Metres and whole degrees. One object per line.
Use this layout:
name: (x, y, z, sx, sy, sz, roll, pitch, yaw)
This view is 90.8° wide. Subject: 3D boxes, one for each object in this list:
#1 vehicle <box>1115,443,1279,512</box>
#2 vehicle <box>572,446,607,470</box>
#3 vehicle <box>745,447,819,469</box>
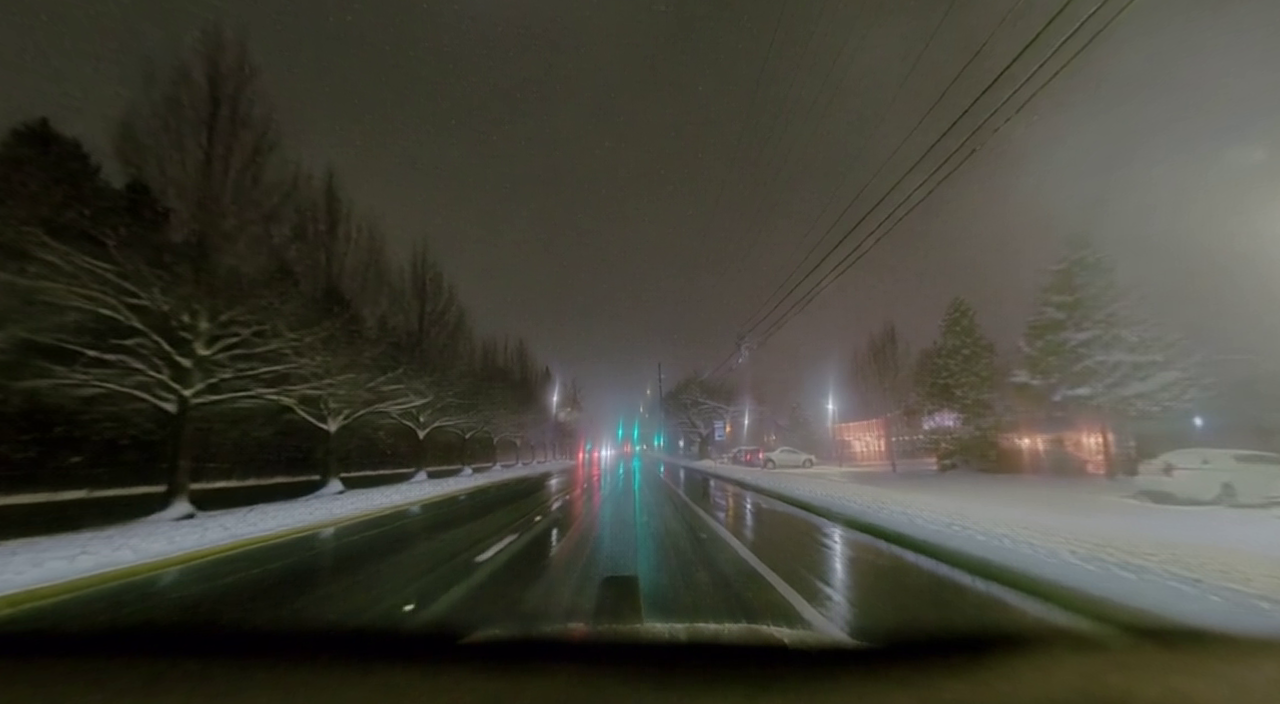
vehicle: (15.947, 3.359, 17.332, 4.490, 1.696, 2.032, 1, -9, -11)
vehicle: (-3.347, 7.089, 42.459, 2.030, 1.550, 3.925, 0, -8, 0)
vehicle: (9.713, 7.270, 43.344, 4.466, 1.440, 2.091, 0, -9, -5)
